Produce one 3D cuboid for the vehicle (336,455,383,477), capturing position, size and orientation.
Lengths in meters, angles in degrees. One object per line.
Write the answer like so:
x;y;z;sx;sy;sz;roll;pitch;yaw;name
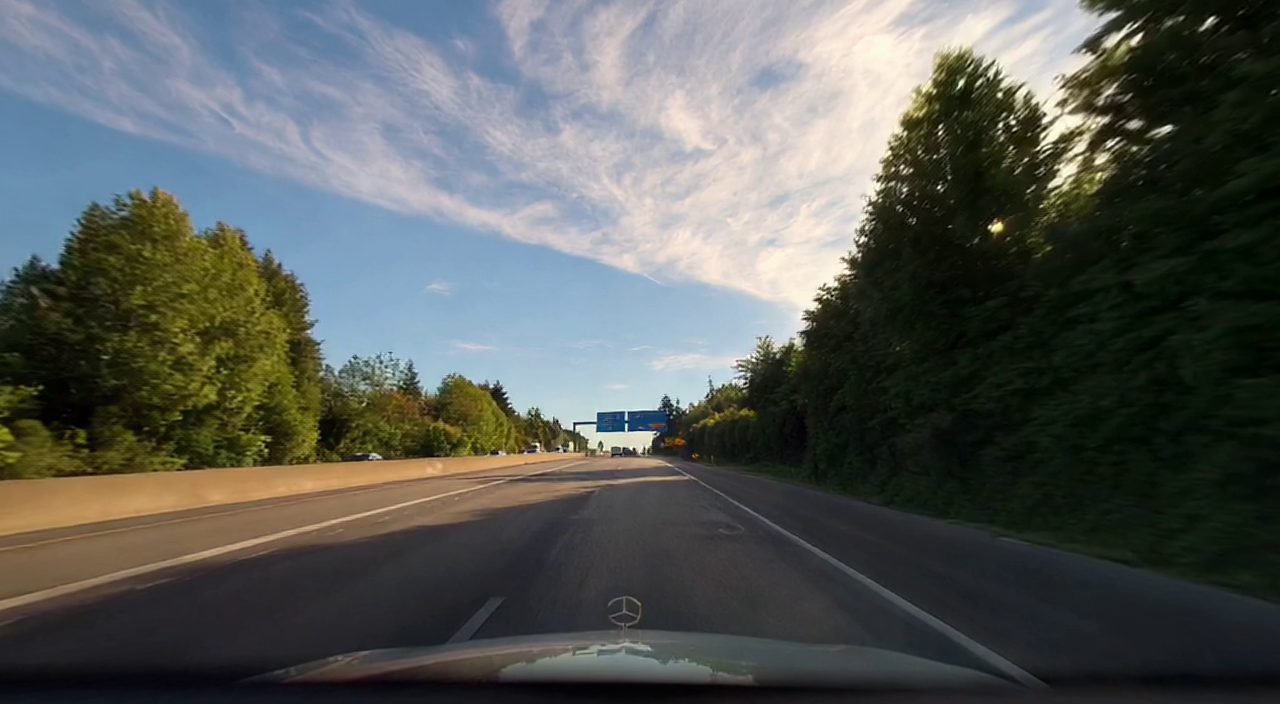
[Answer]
-20.489;8.310;46.219;1.658;1.394;3.896;3;-9;-2;vehicle
